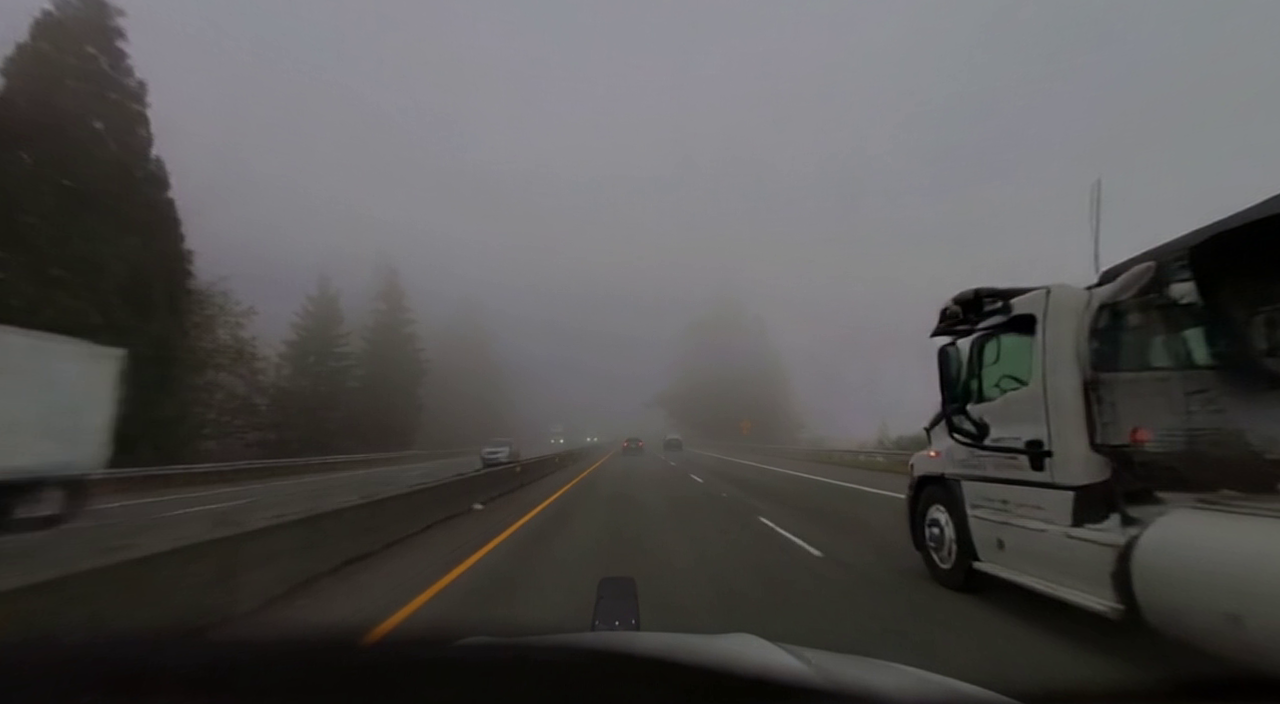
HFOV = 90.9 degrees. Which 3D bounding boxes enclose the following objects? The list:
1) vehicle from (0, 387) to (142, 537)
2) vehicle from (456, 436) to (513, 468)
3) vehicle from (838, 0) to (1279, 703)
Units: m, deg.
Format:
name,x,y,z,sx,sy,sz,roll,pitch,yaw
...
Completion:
name,x,y,z,sx,sy,sz,roll,pitch,yaw
vehicle,-12.221,2.066,12.029,2.213,2.581,3.799,0,-8,-1
vehicle,-8.279,5.343,33.904,1.977,1.456,4.489,-3,-8,-1
vehicle,3.885,0.035,4.029,2.999,4.013,6.296,0,-8,-1
